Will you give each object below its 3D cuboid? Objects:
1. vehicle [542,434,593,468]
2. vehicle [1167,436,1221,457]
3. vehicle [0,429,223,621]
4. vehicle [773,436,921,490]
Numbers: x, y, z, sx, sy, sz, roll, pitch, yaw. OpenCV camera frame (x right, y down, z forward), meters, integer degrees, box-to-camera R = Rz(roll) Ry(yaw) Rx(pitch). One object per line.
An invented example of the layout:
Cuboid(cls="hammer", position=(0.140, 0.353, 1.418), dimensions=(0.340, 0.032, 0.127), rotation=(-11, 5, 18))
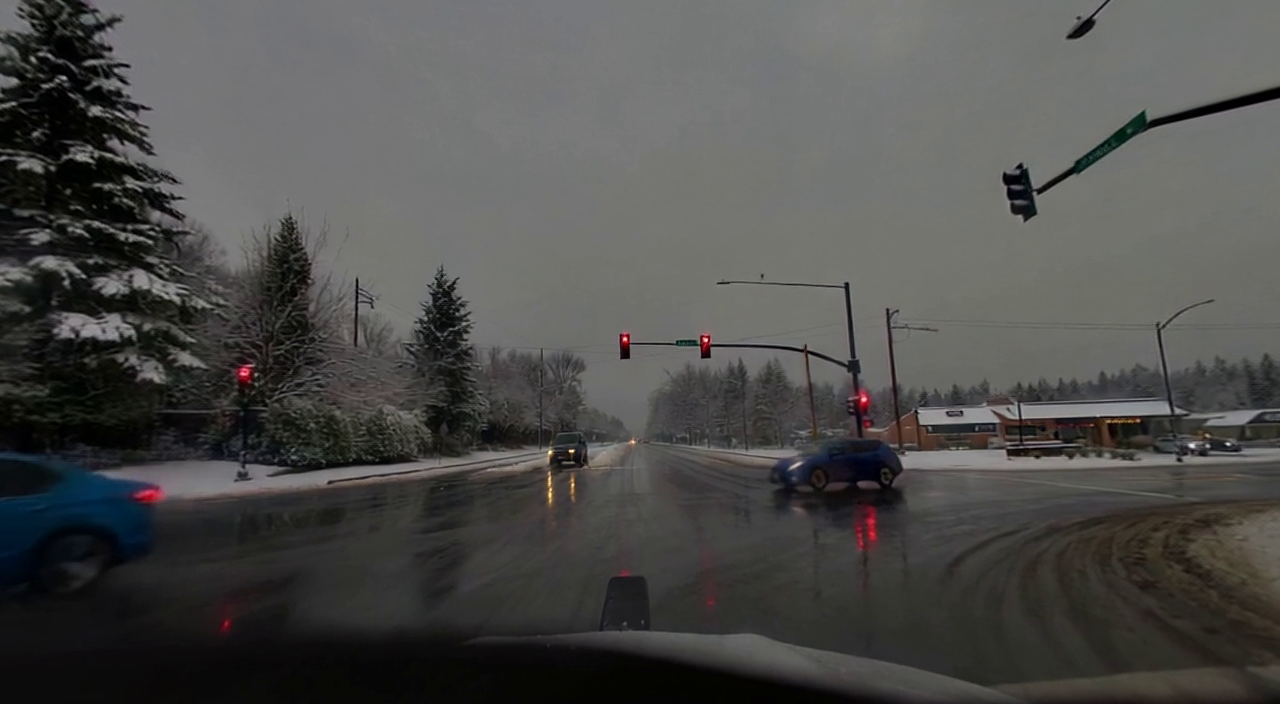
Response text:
Cuboid(cls="vehicle", position=(-3.673, 5.119, 32.836), dimensions=(2.140, 1.638, 4.259), rotation=(0, -8, 0))
Cuboid(cls="vehicle", position=(42.836, 7.307, 48.706), dimensions=(4.133, 1.561, 1.824), rotation=(5, -10, -31))
Cuboid(cls="vehicle", position=(-6.052, 1.339, 4.814), dimensions=(1.864, 1.482, 4.528), rotation=(-3, -9, 17))
Cuboid(cls="vehicle", position=(6.510, 3.424, 19.793), dimensions=(4.377, 1.523, 1.877), rotation=(5, -10, -29))
